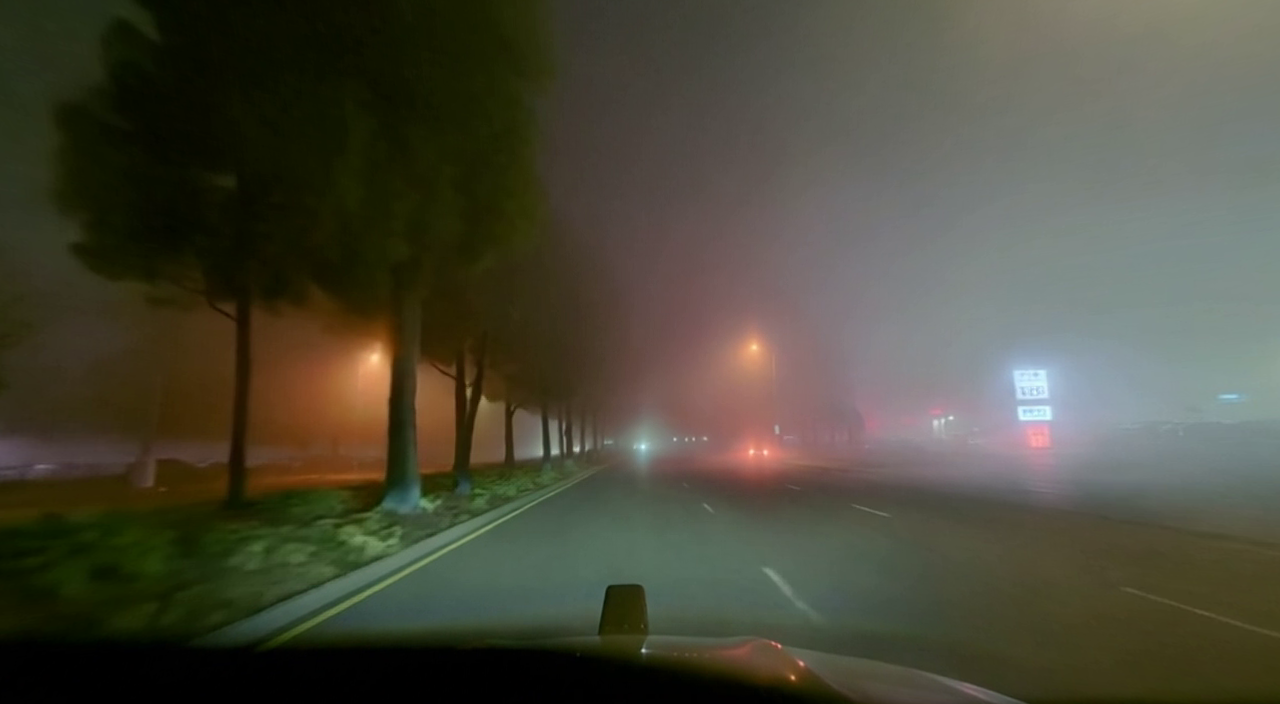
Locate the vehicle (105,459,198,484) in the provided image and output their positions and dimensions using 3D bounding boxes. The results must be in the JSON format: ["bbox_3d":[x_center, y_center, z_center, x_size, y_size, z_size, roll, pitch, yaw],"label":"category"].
[{"bbox_3d":[-31.188,7.617,40.413,4.320,1.463,1.827,4,-9,-25],"label":"vehicle"}]
